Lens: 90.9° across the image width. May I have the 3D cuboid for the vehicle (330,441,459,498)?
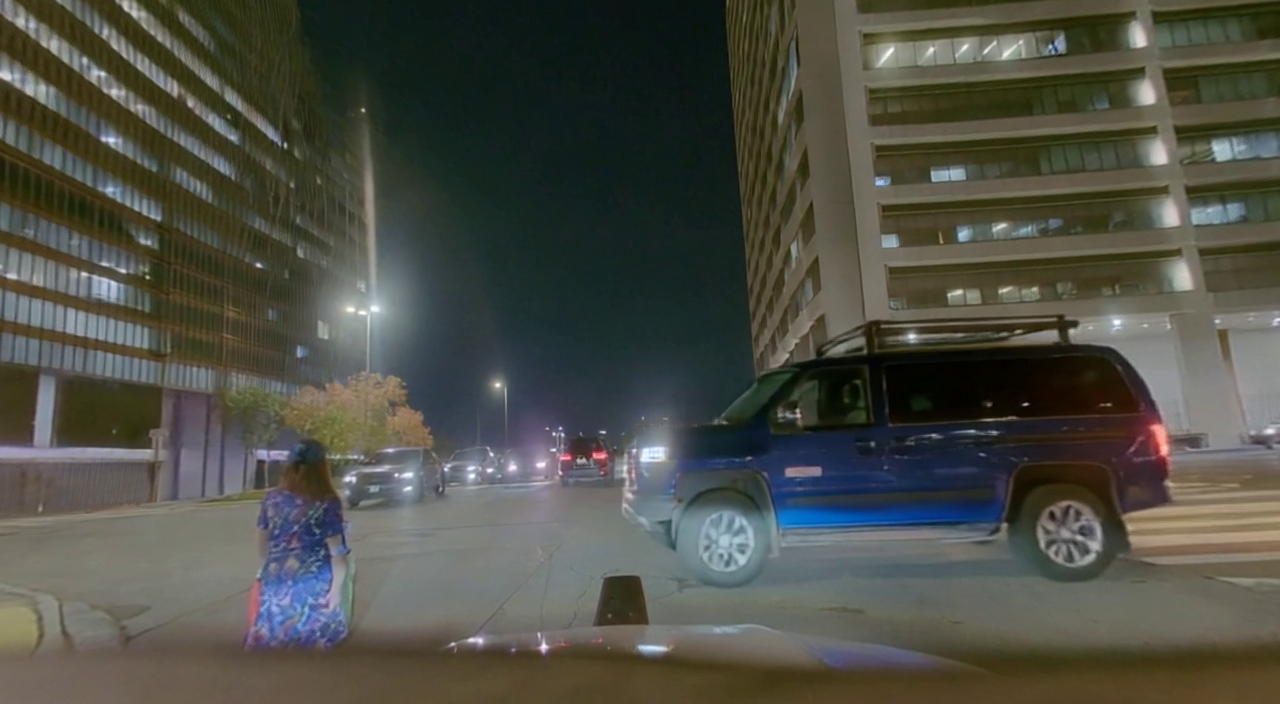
[{"bbox_3d":[-8.221,3.967,21.723,2.395,1.719,4.549,-1,-8,3],"label":"vehicle"}]

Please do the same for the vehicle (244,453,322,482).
[{"bbox_3d":[-19.463,6.303,34.486,3.467,1.456,1.649,4,-9,-24],"label":"vehicle"}]

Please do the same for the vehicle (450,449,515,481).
[{"bbox_3d":[-7.865,5.677,31.949,2.164,1.494,4.235,0,-8,0],"label":"vehicle"}]

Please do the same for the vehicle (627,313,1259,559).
[{"bbox_3d":[3.362,1.120,8.441,6.932,2.753,2.446,-1,-8,2],"label":"vehicle"}]

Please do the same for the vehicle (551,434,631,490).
[{"bbox_3d":[-1.591,3.812,22.165,2.144,1.733,4.115,-1,-8,5],"label":"vehicle"}]
